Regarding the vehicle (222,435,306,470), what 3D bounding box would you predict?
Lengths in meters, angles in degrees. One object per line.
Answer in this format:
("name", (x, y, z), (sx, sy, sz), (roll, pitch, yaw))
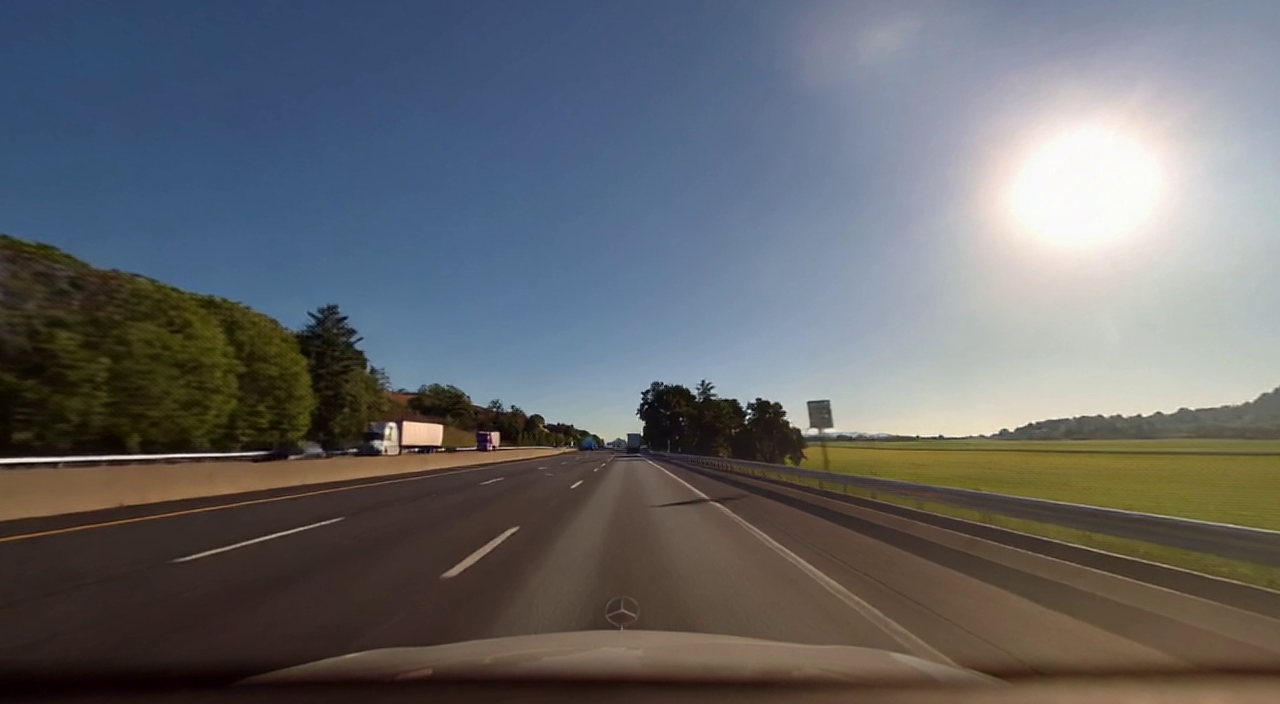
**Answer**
("vehicle", (-16.955, 4.545, 28.632), (1.715, 1.454, 3.326), (0, -9, 0))
